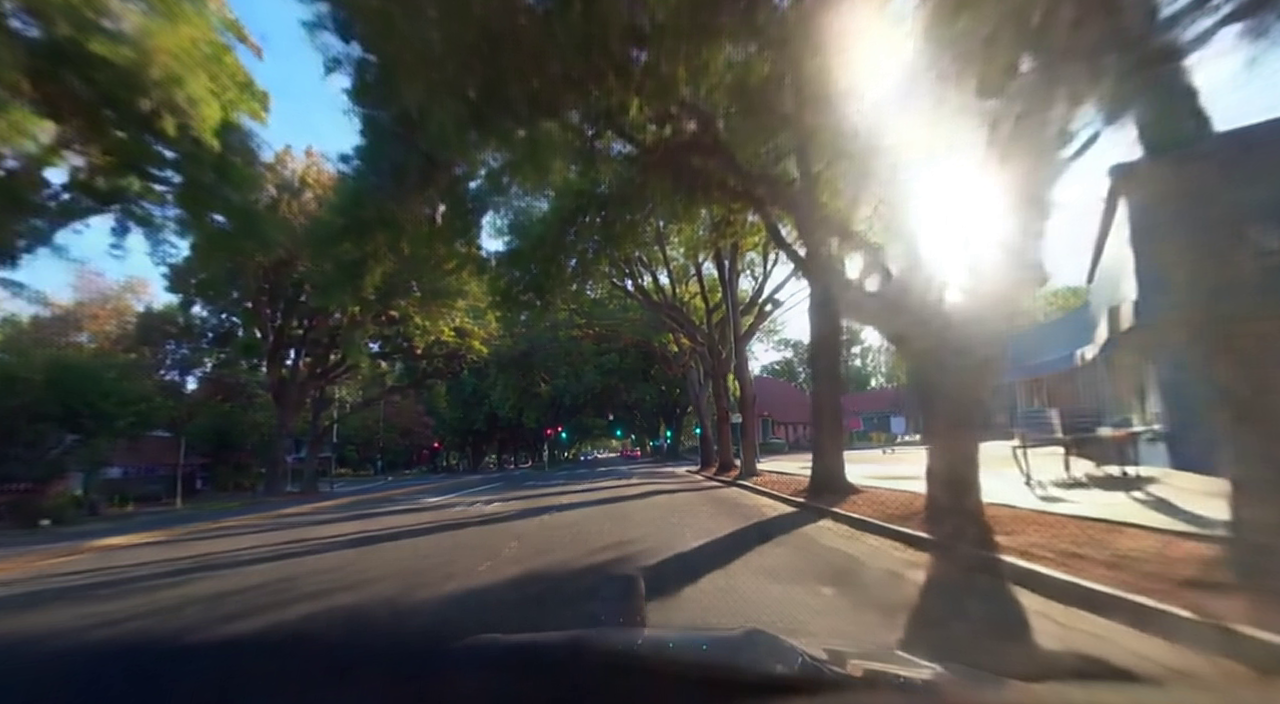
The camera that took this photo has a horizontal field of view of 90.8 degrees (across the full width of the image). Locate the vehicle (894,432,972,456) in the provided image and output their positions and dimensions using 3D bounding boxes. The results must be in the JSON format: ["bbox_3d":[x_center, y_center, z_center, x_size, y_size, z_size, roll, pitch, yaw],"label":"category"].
[{"bbox_3d":[22.868,7.218,49.399,4.902,1.519,2.182,-4,-9,0],"label":"vehicle"}]
